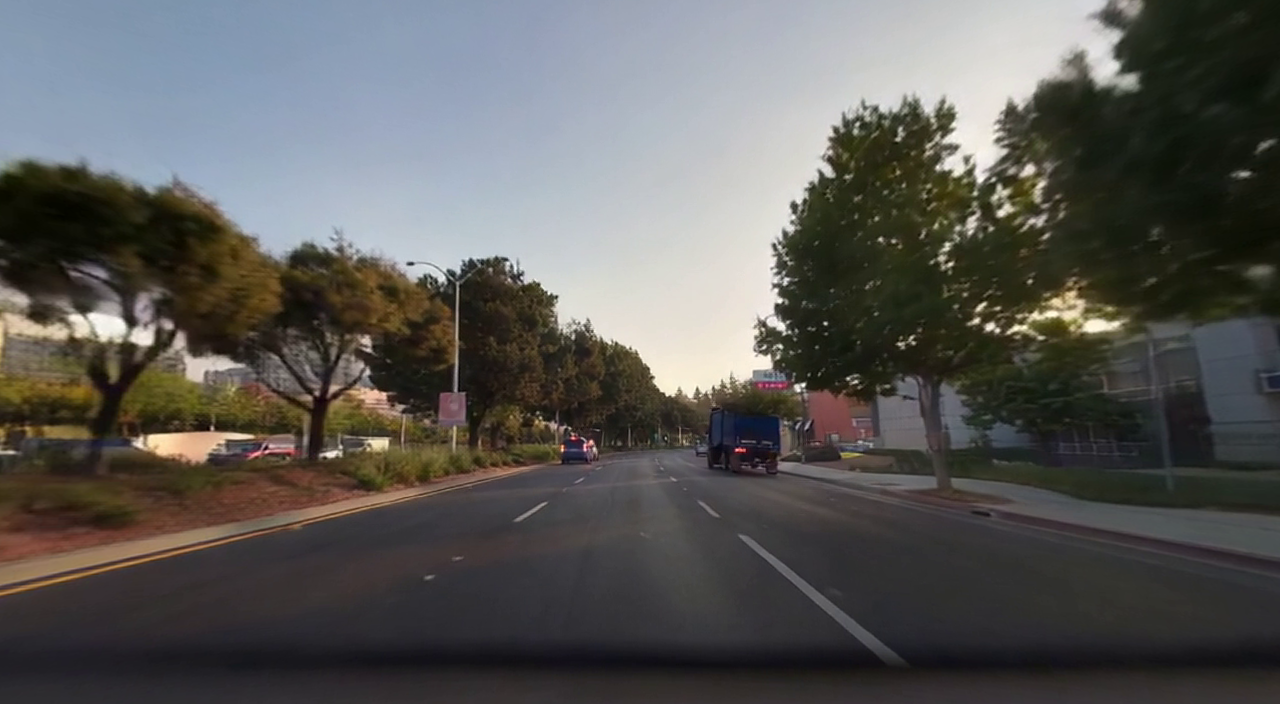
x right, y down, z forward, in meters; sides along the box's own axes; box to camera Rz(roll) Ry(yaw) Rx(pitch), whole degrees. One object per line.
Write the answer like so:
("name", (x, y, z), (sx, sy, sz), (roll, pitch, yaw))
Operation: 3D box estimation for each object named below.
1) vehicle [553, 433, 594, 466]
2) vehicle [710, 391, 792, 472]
("vehicle", (-4.429, 6.627, 42.866), (2.270, 2.068, 5.865), (0, -8, -1))
("vehicle", (6.164, 4.712, 36.800), (2.981, 4.106, 8.794), (0, -9, -1))
